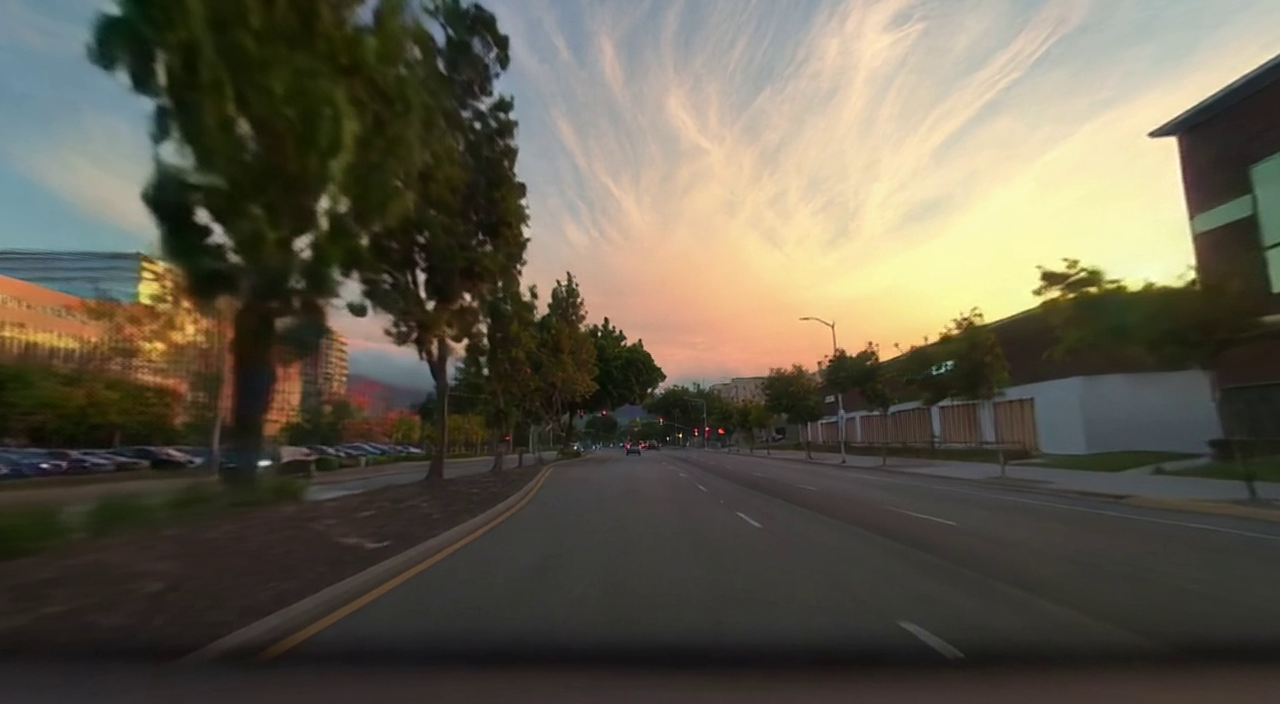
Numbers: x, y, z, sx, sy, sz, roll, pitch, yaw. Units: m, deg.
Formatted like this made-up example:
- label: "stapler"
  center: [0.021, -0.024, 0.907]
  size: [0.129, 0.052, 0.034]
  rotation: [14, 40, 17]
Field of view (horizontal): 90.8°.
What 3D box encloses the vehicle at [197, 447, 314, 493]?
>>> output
- label: "vehicle"
  center: [-13.807, 4.224, 23.053]
  size: [1.959, 1.485, 4.687]
  rotation: [1, -9, -9]
